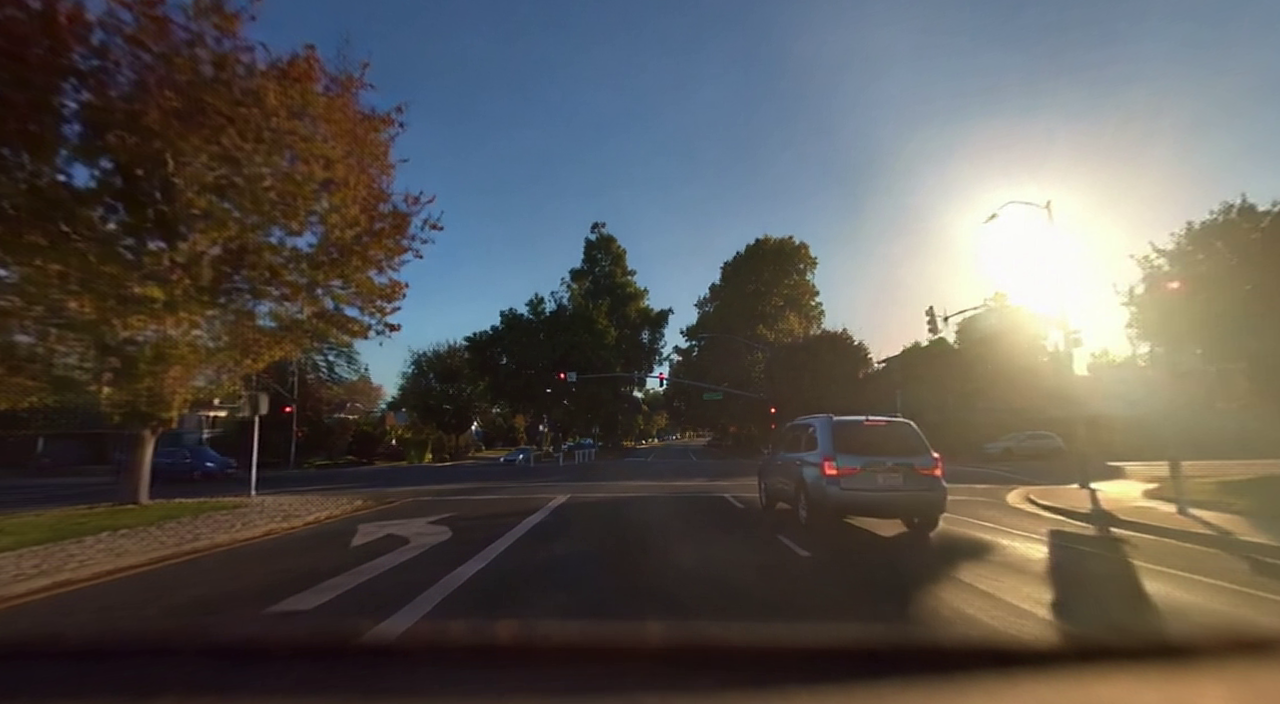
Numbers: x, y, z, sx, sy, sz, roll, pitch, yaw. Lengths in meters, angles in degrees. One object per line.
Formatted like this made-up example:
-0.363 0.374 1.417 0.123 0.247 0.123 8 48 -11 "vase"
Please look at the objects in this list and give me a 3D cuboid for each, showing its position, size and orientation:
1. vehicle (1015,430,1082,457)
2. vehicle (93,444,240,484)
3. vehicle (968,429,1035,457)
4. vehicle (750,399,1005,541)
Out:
27.251 6.123 42.291 1.883 1.685 3.953 -1 -9 2 "vehicle"
-20.885 4.930 28.070 4.737 1.659 2.042 1 -9 -7 "vehicle"
24.025 6.110 42.208 1.896 1.760 4.107 0 -9 -2 "vehicle"
3.473 1.873 10.598 2.229 1.795 4.927 0 -9 -1 "vehicle"
